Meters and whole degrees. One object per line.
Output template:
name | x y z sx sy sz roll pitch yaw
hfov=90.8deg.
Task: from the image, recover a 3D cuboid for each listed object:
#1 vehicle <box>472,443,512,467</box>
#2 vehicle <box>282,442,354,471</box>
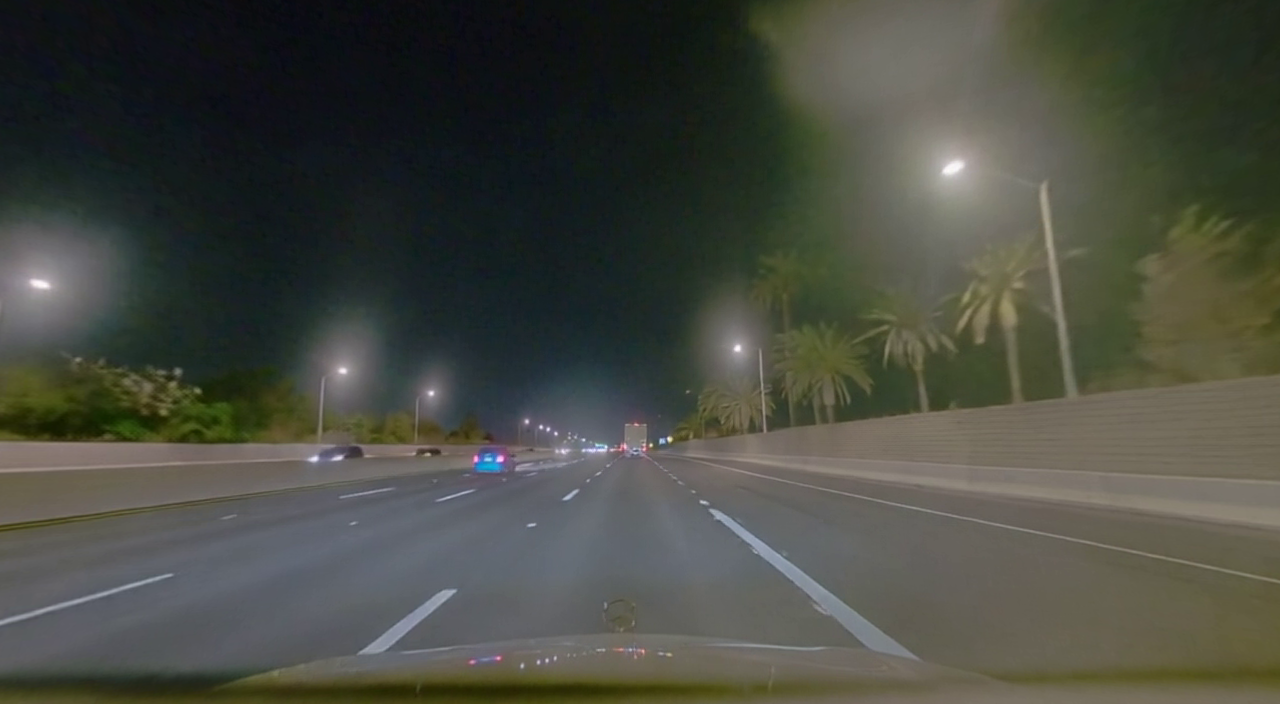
vehicle | -10.679 7.479 45.968 1.897 1.653 4.113 0 -9 0
vehicle | -20.005 6.490 39.526 2.041 1.702 4.717 0 -9 -1
